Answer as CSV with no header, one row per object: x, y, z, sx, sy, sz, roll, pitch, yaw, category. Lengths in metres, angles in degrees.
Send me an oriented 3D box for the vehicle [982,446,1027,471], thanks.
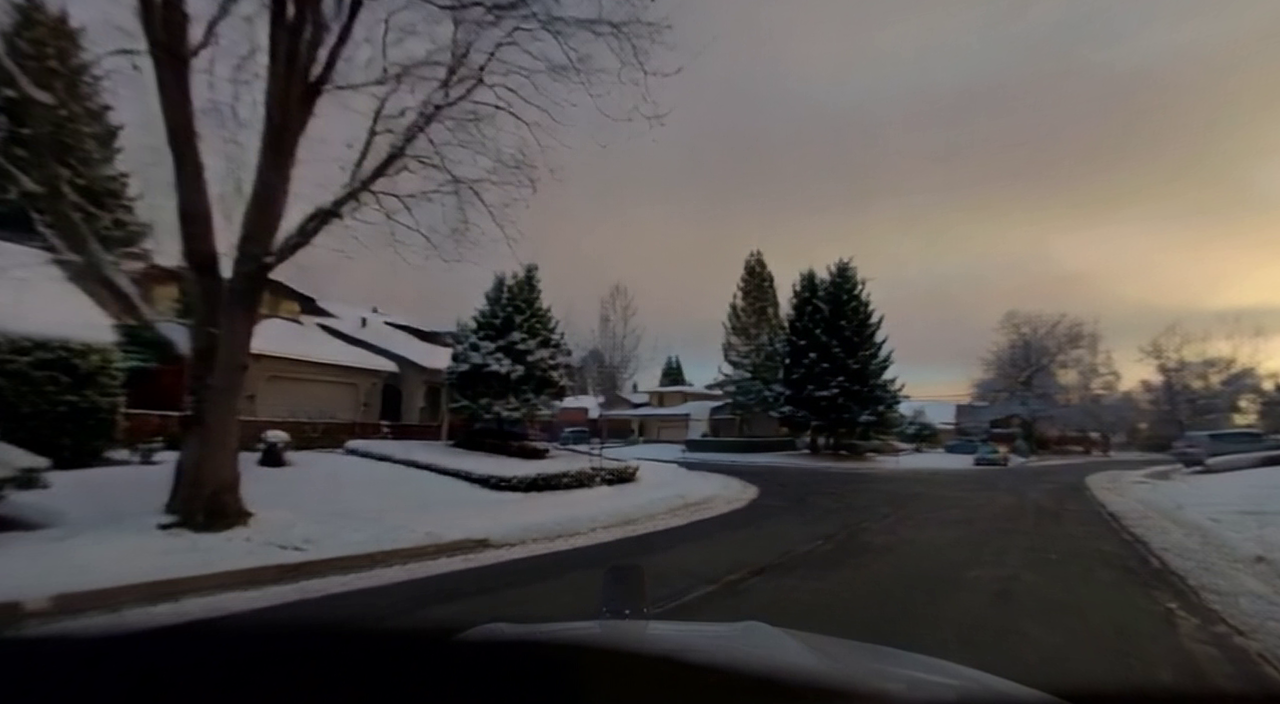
28.156,8.197,48.619,2.058,1.749,4.560,-10,-13,40,vehicle

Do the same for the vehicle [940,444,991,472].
22.268,7.209,43.026,2.180,1.752,4.700,-9,-12,36,vehicle

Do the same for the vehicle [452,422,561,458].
-6.365,4.307,30.613,1.791,1.517,5.089,-10,-13,39,vehicle
